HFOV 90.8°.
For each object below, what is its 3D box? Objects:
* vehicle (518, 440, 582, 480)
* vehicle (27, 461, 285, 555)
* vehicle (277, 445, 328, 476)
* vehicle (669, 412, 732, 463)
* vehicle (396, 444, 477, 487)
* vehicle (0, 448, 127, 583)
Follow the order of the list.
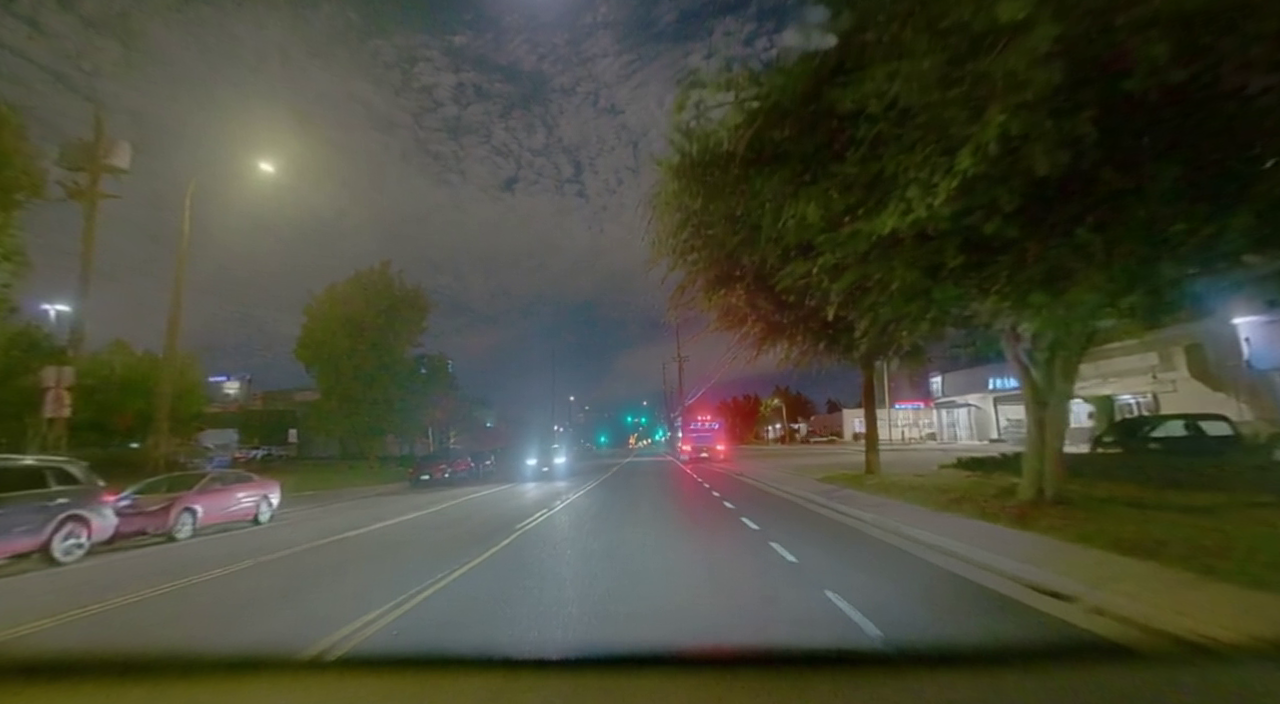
[{"bbox_3d":[-3.716,4.525,26.731,2.042,1.530,3.980,0,-8,1],"label":"vehicle"},{"bbox_3d":[-9.425,3.010,12.889,1.768,1.454,4.340,0,-8,1],"label":"vehicle"},{"bbox_3d":[-19.429,6.221,36.543,1.980,1.669,5.543,3,-9,-22],"label":"vehicle"},{"bbox_3d":[3.973,5.985,43.834,3.168,3.106,9.350,0,-8,-1],"label":"vehicle"},{"bbox_3d":[-8.982,5.013,28.377,1.938,1.756,4.686,0,-8,2],"label":"vehicle"},{"bbox_3d":[-9.635,2.116,7.934,2.059,1.783,5.024,0,-8,1],"label":"vehicle"}]
